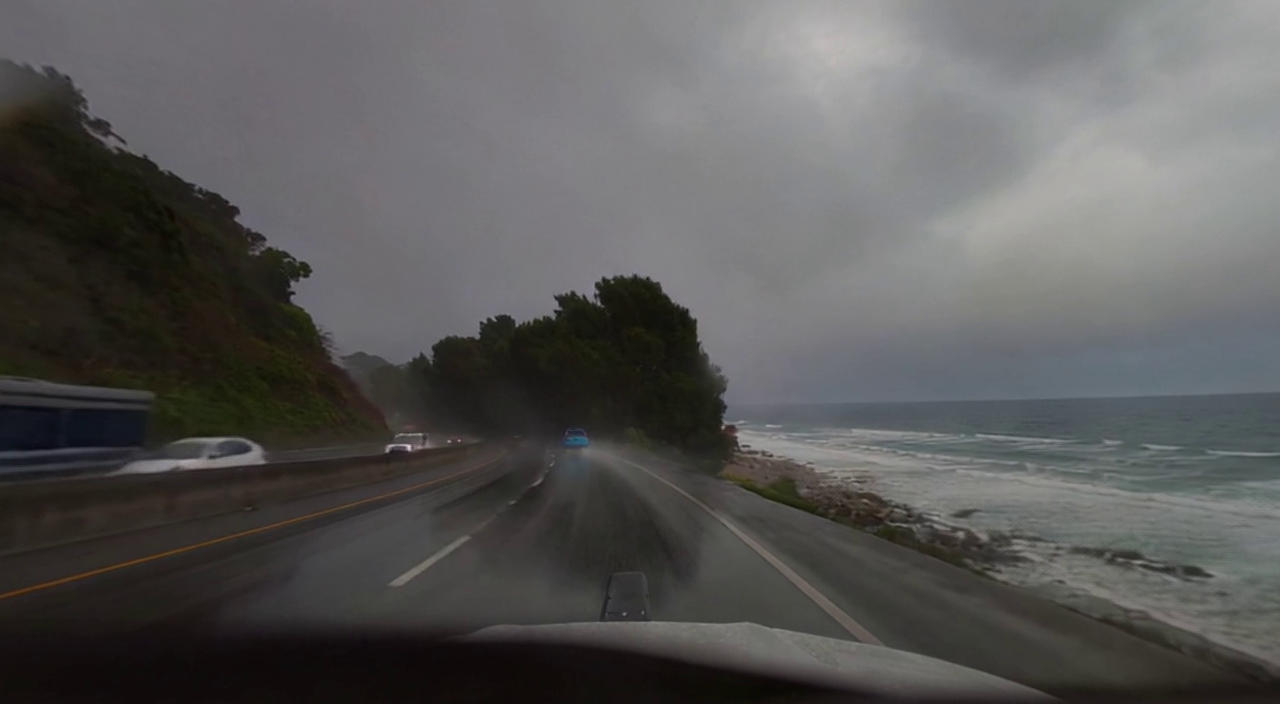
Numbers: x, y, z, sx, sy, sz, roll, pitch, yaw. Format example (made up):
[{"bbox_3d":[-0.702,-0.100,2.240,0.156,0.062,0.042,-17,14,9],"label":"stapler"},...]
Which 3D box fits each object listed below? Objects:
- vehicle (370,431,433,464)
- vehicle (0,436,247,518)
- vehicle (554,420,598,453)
[{"bbox_3d":[-12.549,5.071,33.484,2.192,1.617,4.082,1,-9,-7],"label":"vehicle"},{"bbox_3d":[-10.917,2.613,13.772,1.987,1.473,4.367,0,-9,-2],"label":"vehicle"},{"bbox_3d":[-4.668,6.102,45.134,2.632,2.162,5.529,2,-9,-11],"label":"vehicle"}]
